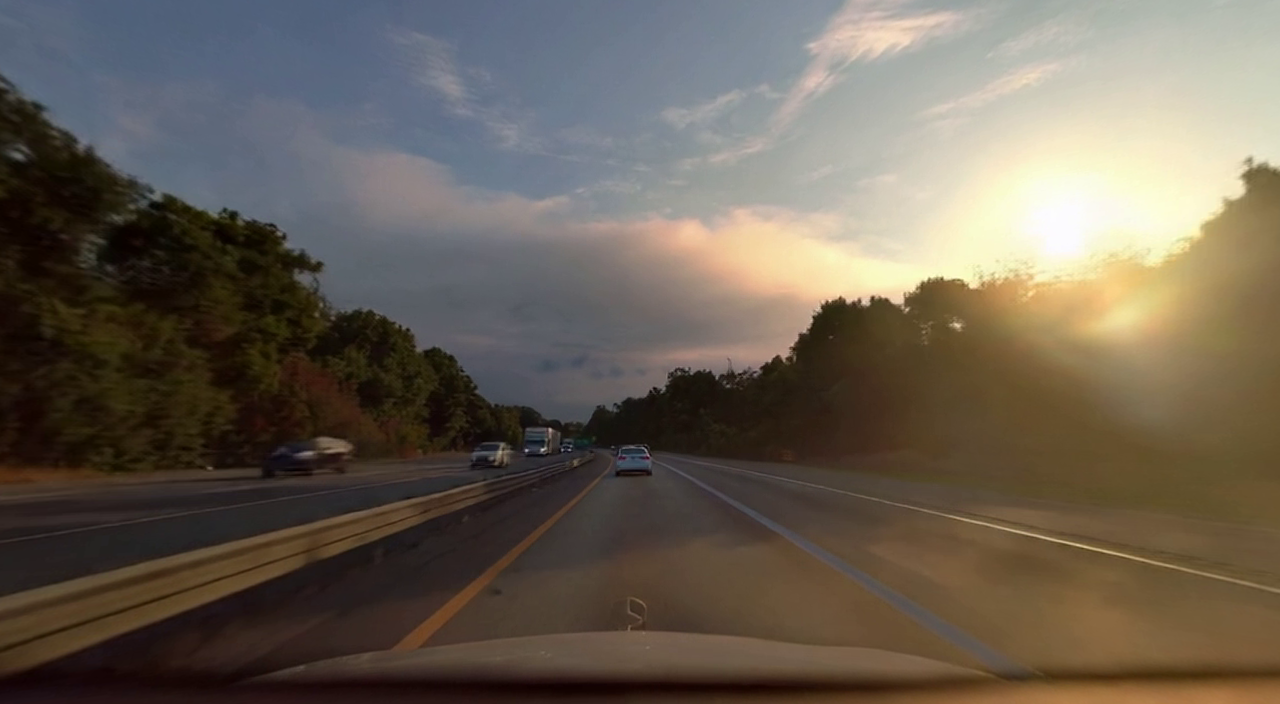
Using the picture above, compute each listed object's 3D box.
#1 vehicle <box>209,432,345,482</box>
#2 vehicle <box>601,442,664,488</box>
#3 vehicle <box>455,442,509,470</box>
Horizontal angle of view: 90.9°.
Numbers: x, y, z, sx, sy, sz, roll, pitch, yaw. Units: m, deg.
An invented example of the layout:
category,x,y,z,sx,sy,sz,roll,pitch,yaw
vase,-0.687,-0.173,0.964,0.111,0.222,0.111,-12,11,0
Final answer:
category,x,y,z,sx,sy,sz,roll,pitch,yaw
vehicle,-12.978,3.792,22.964,2.255,1.646,4.543,0,-9,0
vehicle,-0.281,4.144,23.410,2.114,1.523,4.012,0,-9,-1
vehicle,-8.691,5.752,35.049,1.904,1.471,4.317,0,-9,0
